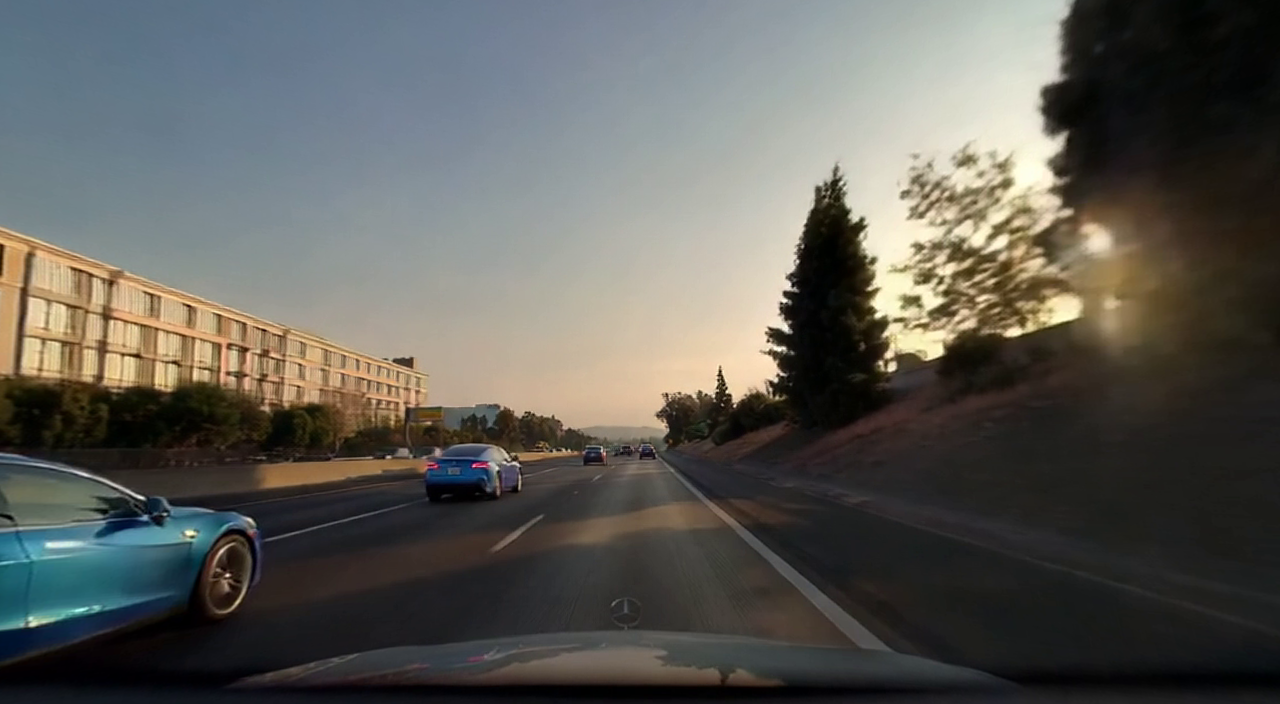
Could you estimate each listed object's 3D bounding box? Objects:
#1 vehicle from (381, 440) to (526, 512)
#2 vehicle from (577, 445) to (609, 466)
[{"bbox_3d":[-4.254,2.888,15.249,2.083,1.471,4.350,0,-8,1],"label":"vehicle"},{"bbox_3d":[-3.324,7.410,45.343,1.926,1.464,4.186,0,-8,1],"label":"vehicle"}]
